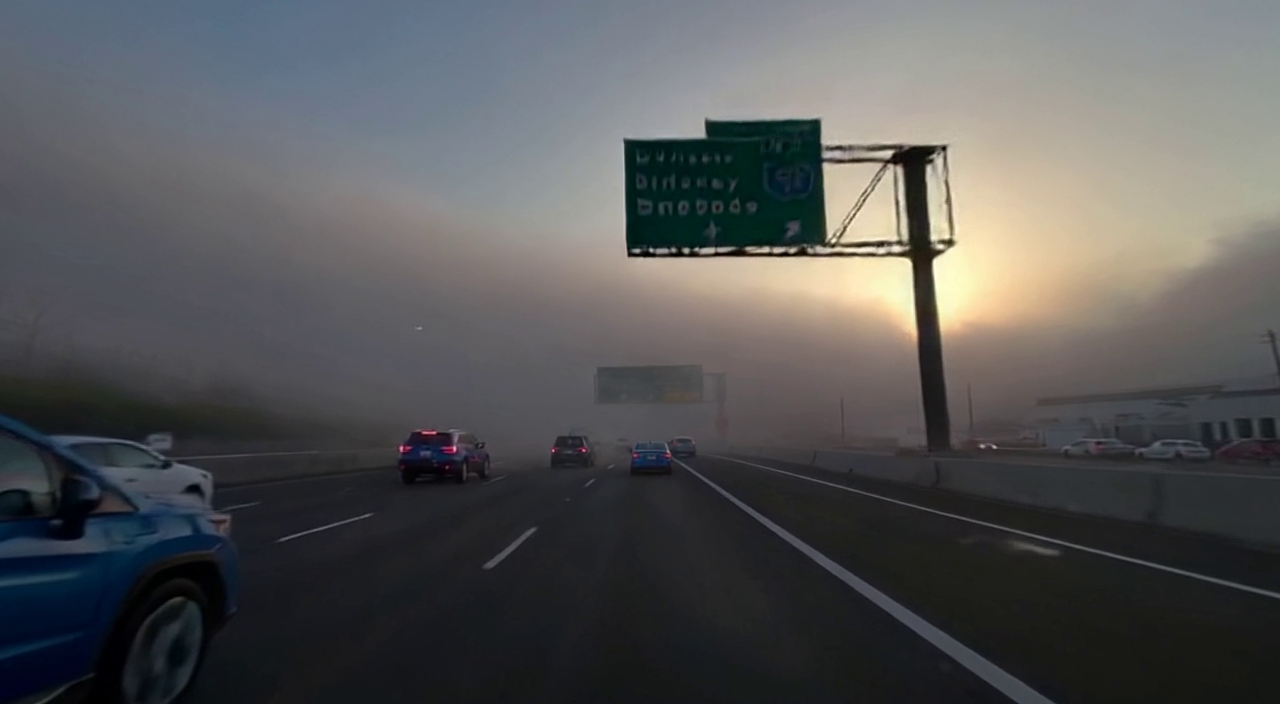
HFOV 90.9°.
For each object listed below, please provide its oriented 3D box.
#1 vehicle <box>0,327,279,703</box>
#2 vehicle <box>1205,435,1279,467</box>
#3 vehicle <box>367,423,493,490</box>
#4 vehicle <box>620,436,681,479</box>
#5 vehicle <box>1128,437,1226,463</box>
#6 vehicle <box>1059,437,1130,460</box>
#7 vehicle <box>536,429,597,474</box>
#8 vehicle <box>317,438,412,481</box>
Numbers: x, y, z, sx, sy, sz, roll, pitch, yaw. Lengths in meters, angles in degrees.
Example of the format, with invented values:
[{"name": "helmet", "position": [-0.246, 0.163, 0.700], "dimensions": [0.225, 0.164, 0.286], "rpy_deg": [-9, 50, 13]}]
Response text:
[{"name": "vehicle", "position": [-3.199, 0.673, 1.550], "dimensions": [1.961, 1.687, 4.453], "rpy_deg": [0, -8, 0]}, {"name": "vehicle", "position": [30.405, 4.803, 30.756], "dimensions": [1.722, 1.461, 4.302], "rpy_deg": [0, -8, 1]}, {"name": "vehicle", "position": [-6.234, 3.171, 19.454], "dimensions": [2.125, 1.804, 4.864], "rpy_deg": [0, -8, 1]}, {"name": "vehicle", "position": [0.370, 3.913, 23.654], "dimensions": [2.090, 1.474, 3.970], "rpy_deg": [0, -8, 1]}, {"name": "vehicle", "position": [30.511, 5.600, 36.017], "dimensions": [1.598, 1.384, 4.580], "rpy_deg": [0, -8, 1]}, {"name": "vehicle", "position": [30.524, 6.480, 42.504], "dimensions": [1.656, 1.442, 4.167], "rpy_deg": [0, -8, 1]}, {"name": "vehicle", "position": [-3.020, 4.214, 26.881], "dimensions": [2.007, 1.730, 4.412], "rpy_deg": [0, -8, 1]}, {"name": "vehicle", "position": [-9.910, 3.882, 23.007], "dimensions": [1.774, 1.408, 3.917], "rpy_deg": [0, -8, -2]}]
